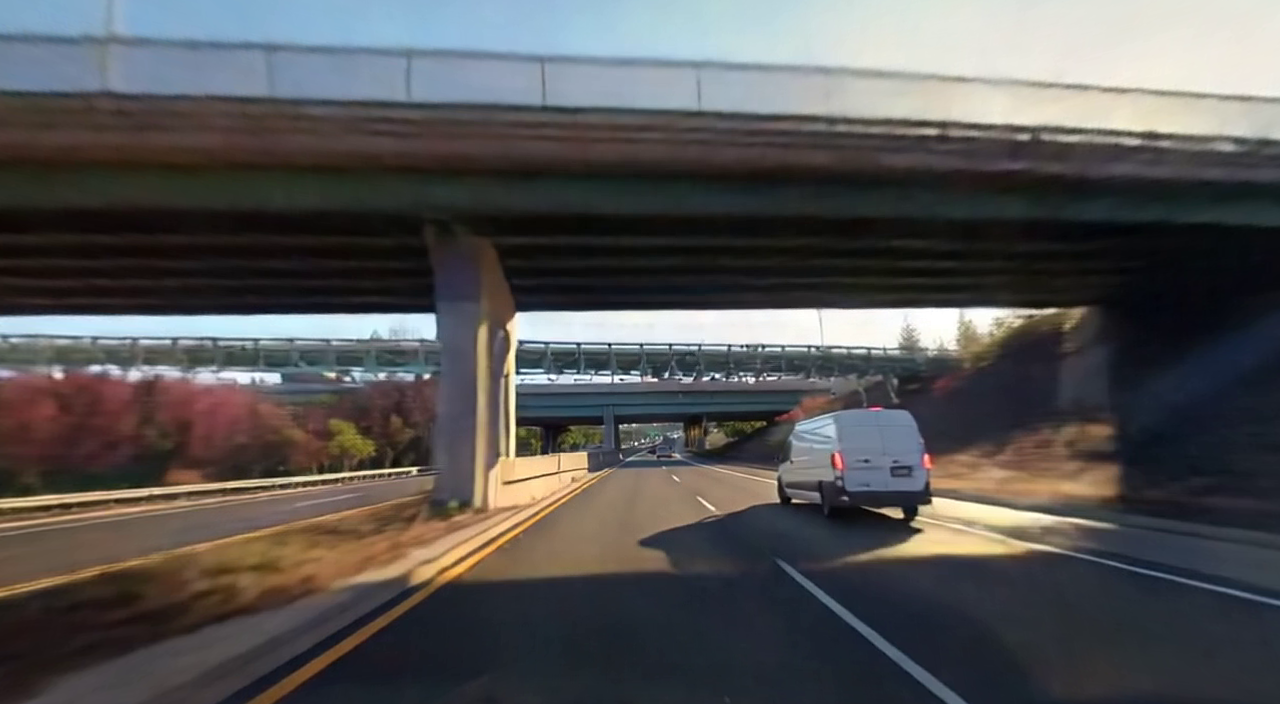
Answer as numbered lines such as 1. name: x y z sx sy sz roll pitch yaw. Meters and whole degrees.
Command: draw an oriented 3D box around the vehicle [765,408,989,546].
1. vehicle: 4.015 2.252 11.997 2.152 1.998 5.380 0 -9 0
